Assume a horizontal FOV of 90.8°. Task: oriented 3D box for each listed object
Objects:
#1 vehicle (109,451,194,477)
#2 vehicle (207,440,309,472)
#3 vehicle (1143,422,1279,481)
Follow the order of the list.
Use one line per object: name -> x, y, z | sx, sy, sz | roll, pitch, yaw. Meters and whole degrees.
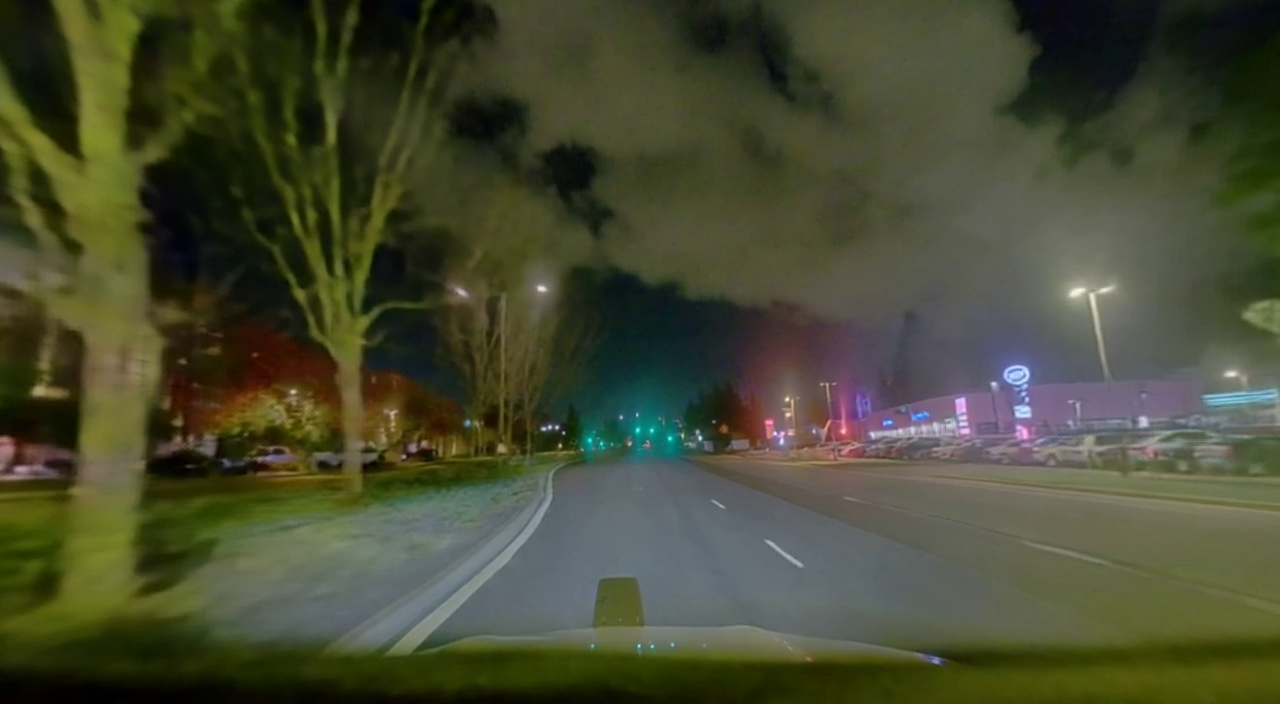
vehicle -> -31.274, 7.128, 40.611 | 1.863, 1.525, 4.518 | 0, -9, 0
vehicle -> -25.465, 6.937, 42.218 | 5.442, 1.851, 2.152 | -3, -9, 1
vehicle -> 20.142, 3.248, 20.697 | 5.392, 1.820, 2.247 | 0, -9, -1
